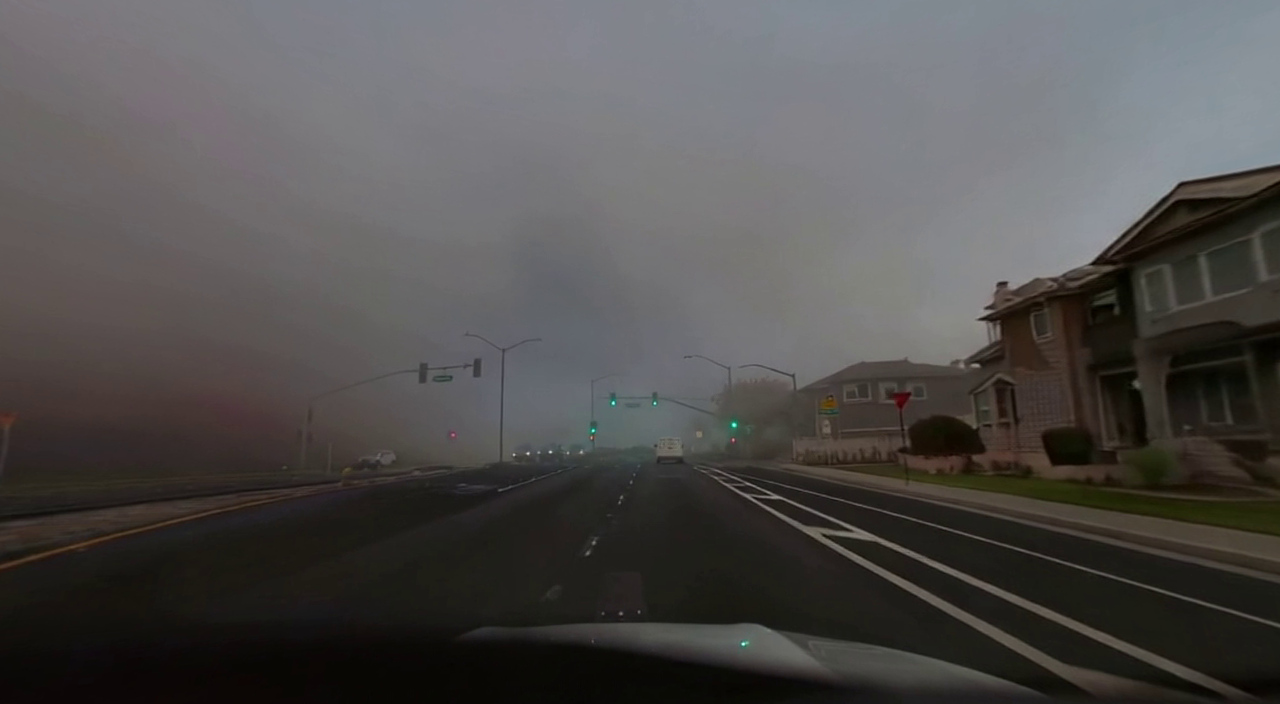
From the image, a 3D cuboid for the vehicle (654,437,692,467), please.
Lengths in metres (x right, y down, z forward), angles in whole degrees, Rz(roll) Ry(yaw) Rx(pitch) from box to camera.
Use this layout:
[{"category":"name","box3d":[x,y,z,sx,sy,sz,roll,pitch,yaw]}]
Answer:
[{"category":"vehicle","box3d":[2.148,6.726,42.510,2.273,1.851,5.075,0,-9,0]}]
